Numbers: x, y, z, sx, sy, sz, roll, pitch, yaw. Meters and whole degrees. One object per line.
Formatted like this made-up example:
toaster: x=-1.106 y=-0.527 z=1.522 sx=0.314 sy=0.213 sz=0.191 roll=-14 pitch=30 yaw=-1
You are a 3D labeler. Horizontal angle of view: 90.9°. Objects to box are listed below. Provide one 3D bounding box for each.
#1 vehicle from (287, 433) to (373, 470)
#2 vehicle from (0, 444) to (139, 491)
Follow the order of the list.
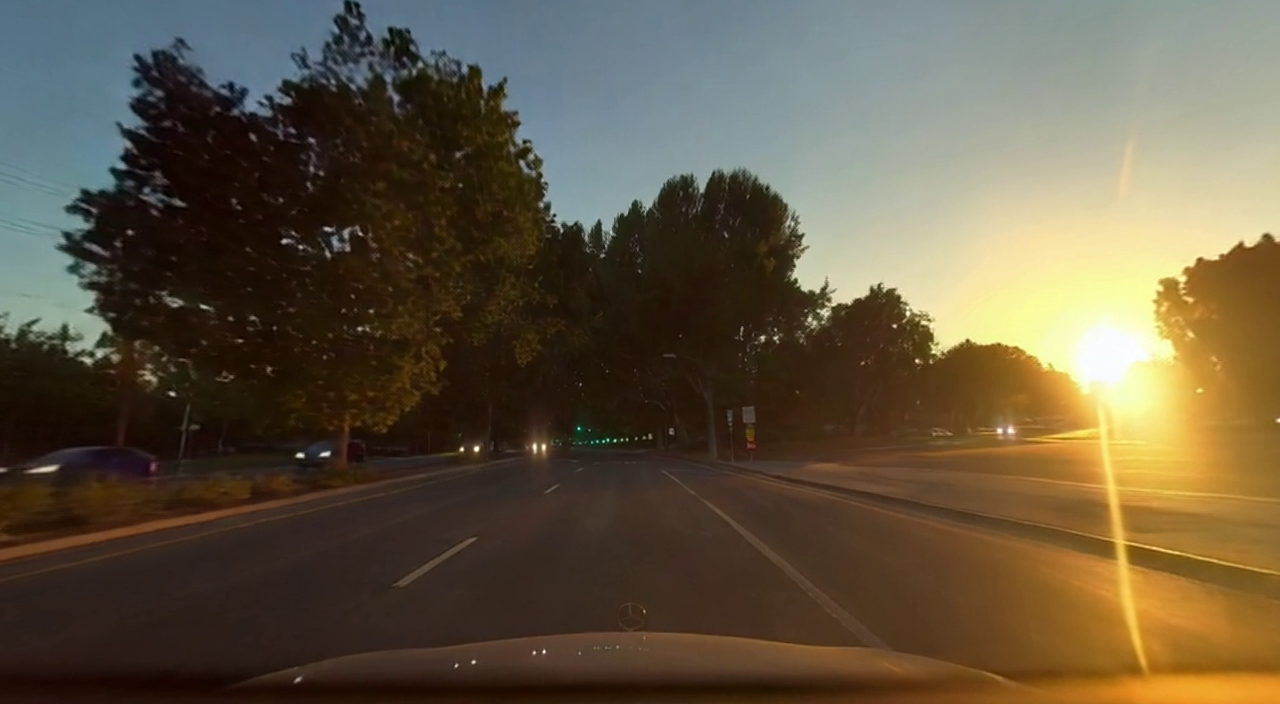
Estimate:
vehicle: x=-16.983 y=5.456 z=34.851 sx=2.064 sy=1.844 sz=4.845 roll=-1 pitch=-8 yaw=2
vehicle: x=-19.977 y=3.962 z=21.958 sx=1.844 sy=1.461 sz=3.788 roll=0 pitch=-8 yaw=0
